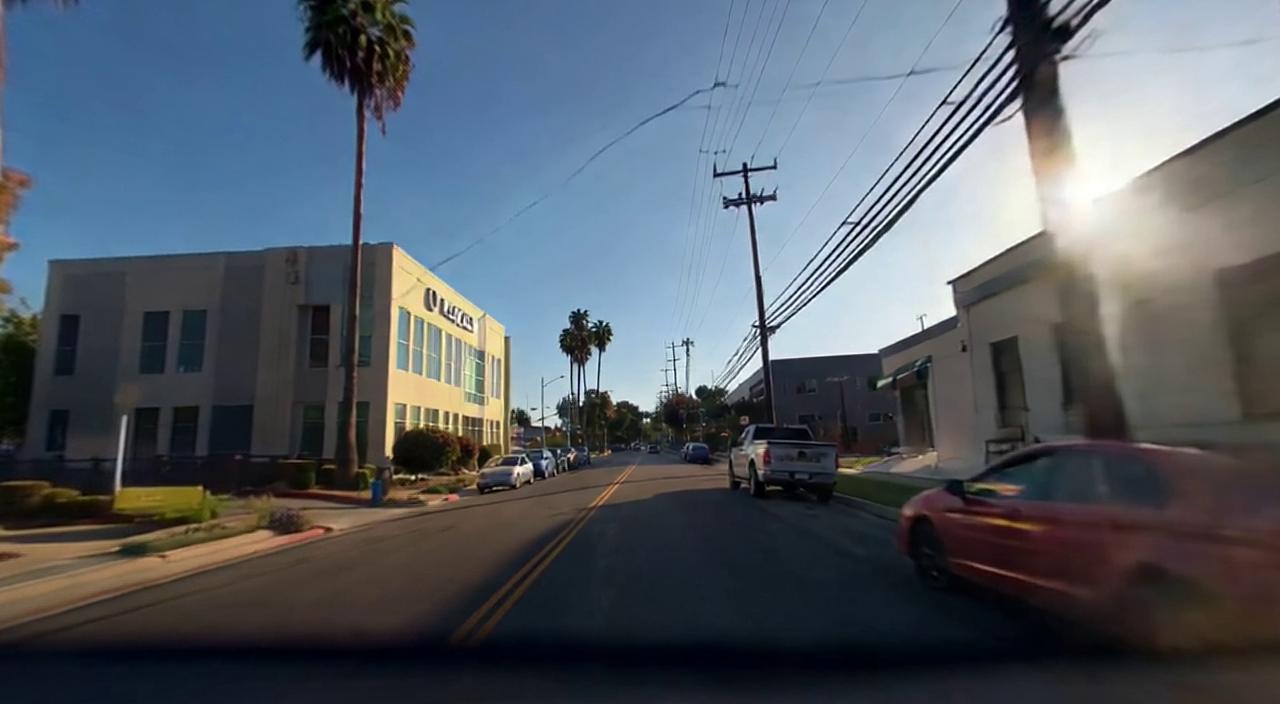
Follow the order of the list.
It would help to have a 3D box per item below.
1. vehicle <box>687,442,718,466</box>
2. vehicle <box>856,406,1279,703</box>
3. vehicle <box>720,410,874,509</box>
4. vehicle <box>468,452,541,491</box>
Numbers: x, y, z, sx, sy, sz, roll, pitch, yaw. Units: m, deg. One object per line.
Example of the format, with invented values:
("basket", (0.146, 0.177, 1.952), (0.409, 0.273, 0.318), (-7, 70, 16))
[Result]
("vehicle", (4.384, 7.266, 45.172), (1.948, 1.607, 4.873), (-1, -8, 3))
("vehicle", (3.545, 1.287, 4.628), (2.060, 1.513, 4.741), (0, -8, -2))
("vehicle", (3.800, 2.782, 16.764), (2.485, 2.123, 6.029), (0, -8, 0))
("vehicle", (-5.661, 5.012, 26.895), (1.982, 1.453, 4.577), (-1, -8, 2))
